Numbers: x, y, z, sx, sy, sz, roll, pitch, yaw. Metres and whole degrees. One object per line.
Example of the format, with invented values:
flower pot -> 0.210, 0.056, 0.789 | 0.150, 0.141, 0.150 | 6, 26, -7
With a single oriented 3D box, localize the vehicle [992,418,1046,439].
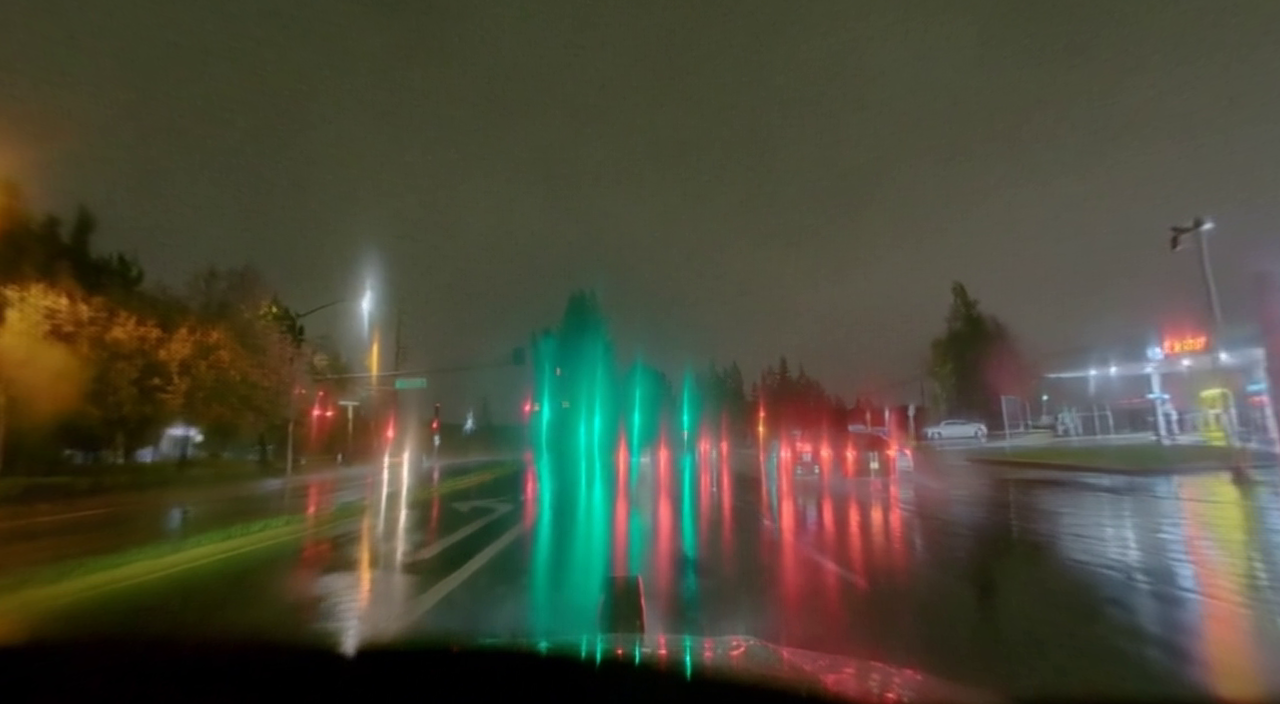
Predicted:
vehicle -> 27.850, 5.678, 46.529 | 1.709, 1.423, 3.660 | 0, -8, 0

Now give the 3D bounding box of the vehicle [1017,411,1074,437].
vehicle -> 30.627, 5.497, 47.856 | 1.769, 1.782, 4.068 | 0, -9, 3

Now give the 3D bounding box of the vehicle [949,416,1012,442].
vehicle -> 25.379, 5.828, 47.226 | 2.107, 1.806, 4.410 | 0, -8, -2

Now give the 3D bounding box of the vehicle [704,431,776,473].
vehicle -> 3.716, 3.827, 24.365 | 1.940, 1.474, 4.234 | 0, -8, -2

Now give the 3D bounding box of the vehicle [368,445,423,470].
vehicle -> -16.813, 7.245, 43.687 | 1.942, 1.479, 4.765 | -4, -8, -1

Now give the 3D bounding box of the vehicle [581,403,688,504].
vehicle -> -0.123, 2.305, 14.637 | 2.038, 1.917, 4.900 | 0, -8, 0

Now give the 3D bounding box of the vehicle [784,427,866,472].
vehicle -> 6.991, 3.731, 24.318 | 1.793, 1.585, 4.130 | 0, -8, -2

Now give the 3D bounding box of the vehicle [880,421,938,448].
vehicle -> 19.949, 6.128, 47.064 | 1.929, 1.763, 5.190 | -3, -8, 0
